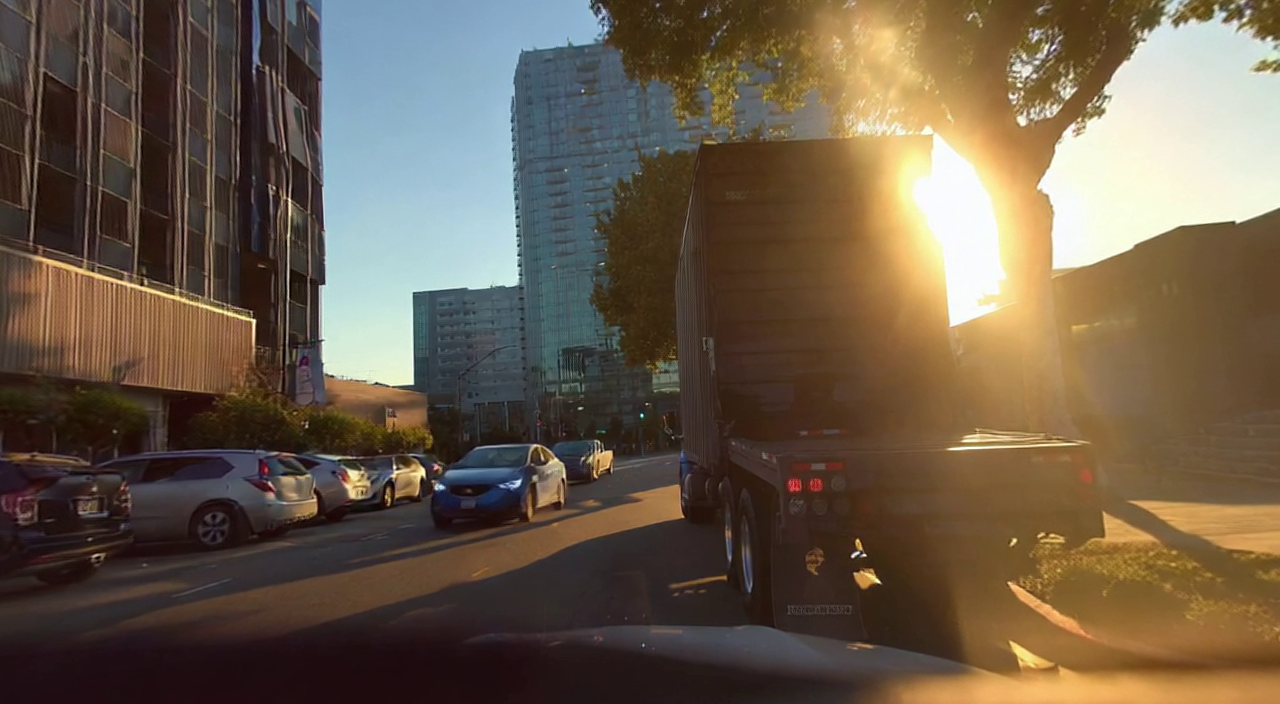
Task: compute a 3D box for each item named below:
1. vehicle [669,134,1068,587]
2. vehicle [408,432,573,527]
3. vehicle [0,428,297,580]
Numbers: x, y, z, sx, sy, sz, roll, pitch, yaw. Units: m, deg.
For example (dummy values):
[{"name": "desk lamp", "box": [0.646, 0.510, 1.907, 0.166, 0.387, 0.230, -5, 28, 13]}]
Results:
[{"name": "vehicle", "box": [2.538, 0.826, 11.424, 3.320, 4.034, 11.553, -1, -8, 6]}, {"name": "vehicle", "box": [-2.736, 2.449, 12.731, 2.183, 1.563, 4.257, 0, -8, 2]}, {"name": "vehicle", "box": [-8.153, 2.096, 9.231, 5.022, 1.872, 2.137, 7, -11, -41]}]
